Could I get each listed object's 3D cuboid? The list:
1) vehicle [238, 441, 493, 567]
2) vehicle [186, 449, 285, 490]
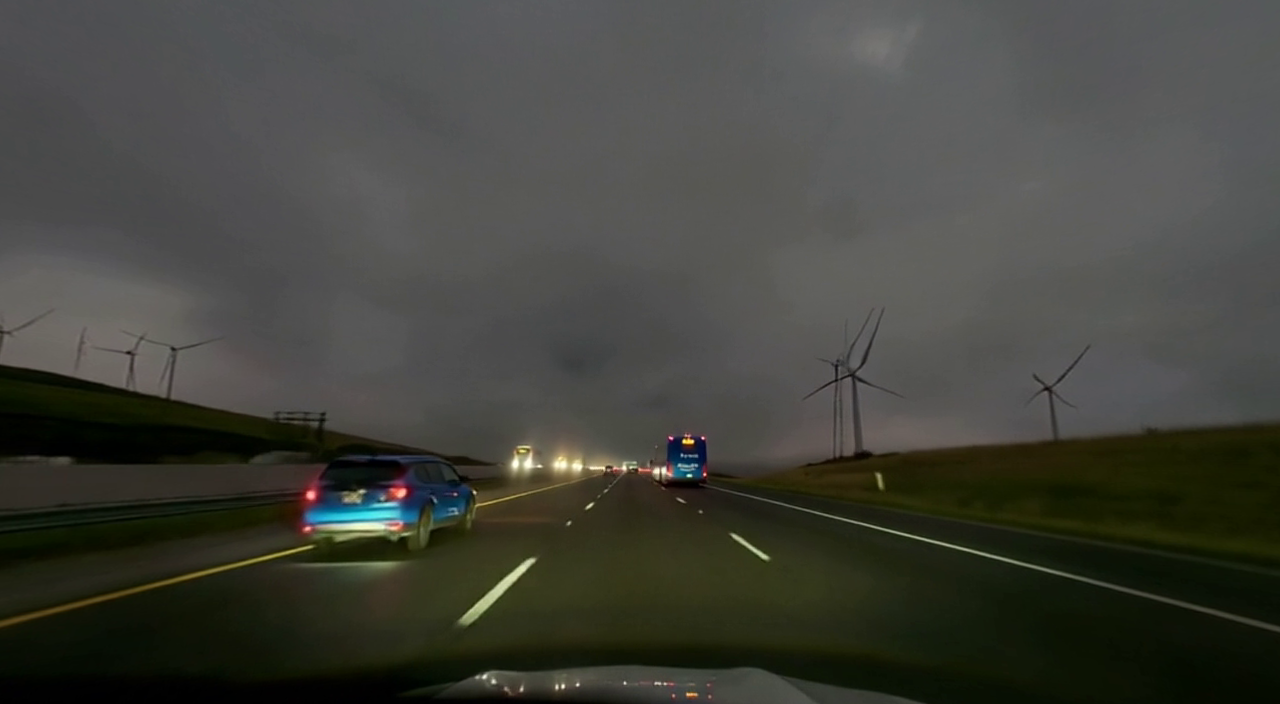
[{"bbox_3d":[-4.027,2.346,10.282,2.213,1.568,4.274,1,-10,0],"label":"vehicle"},{"bbox_3d":[-19.433,5.685,30.529,1.922,1.778,4.263,1,-10,-1],"label":"vehicle"}]
